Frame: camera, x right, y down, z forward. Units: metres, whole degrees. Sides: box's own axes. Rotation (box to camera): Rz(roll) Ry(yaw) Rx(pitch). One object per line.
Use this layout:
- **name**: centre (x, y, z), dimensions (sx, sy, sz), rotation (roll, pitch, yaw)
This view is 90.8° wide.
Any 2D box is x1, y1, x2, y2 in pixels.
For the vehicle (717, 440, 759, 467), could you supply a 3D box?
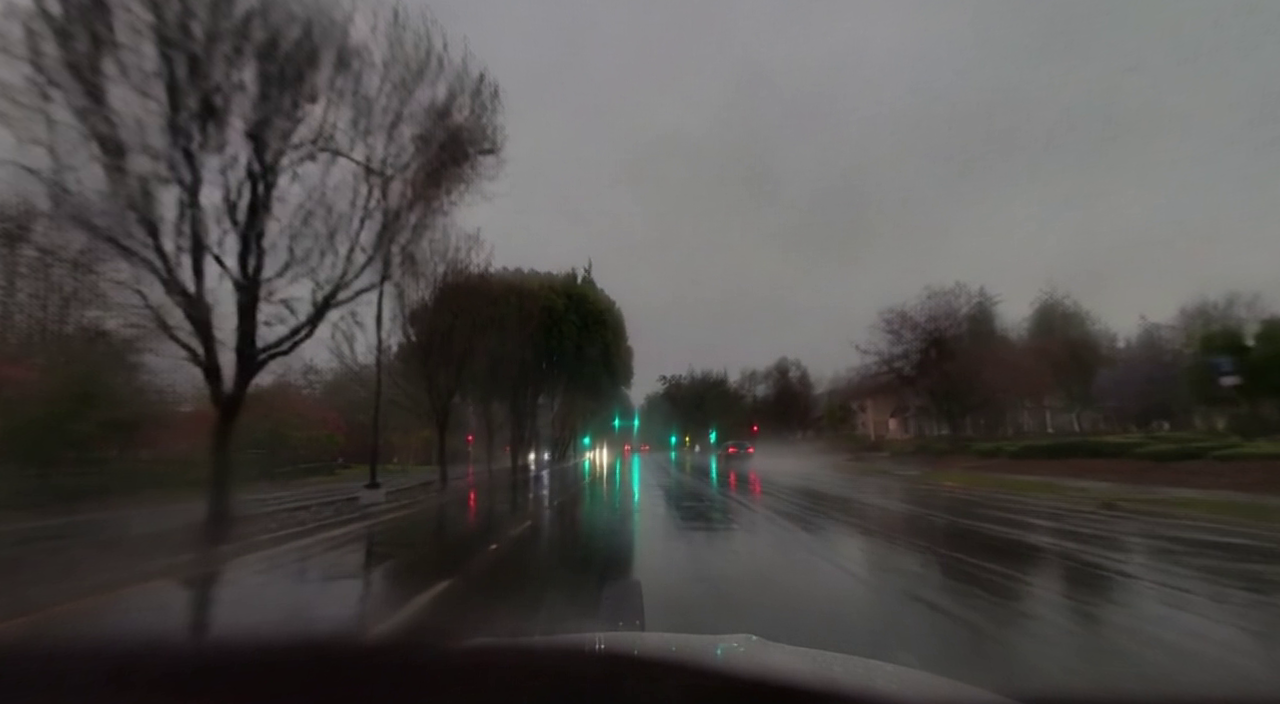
- **vehicle**: centre (6.717, 6.990, 43.679), dimensions (2.011, 1.710, 4.357), rotation (0, -9, -2)
